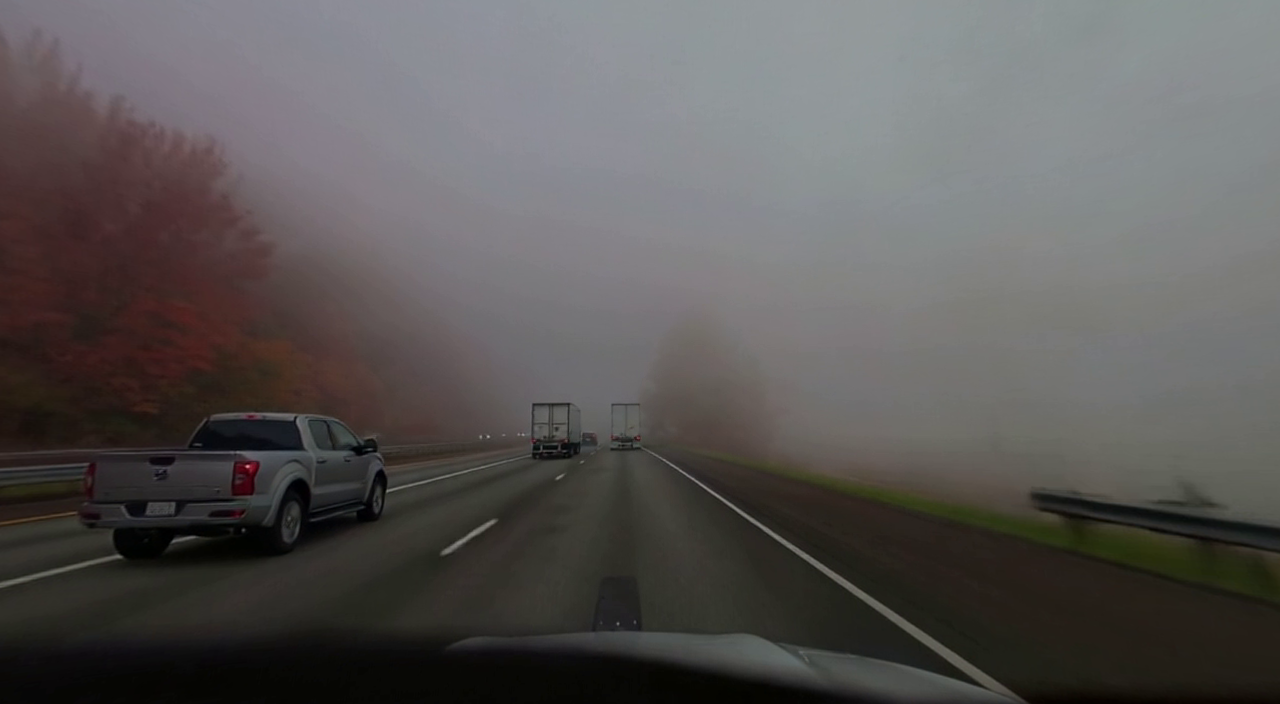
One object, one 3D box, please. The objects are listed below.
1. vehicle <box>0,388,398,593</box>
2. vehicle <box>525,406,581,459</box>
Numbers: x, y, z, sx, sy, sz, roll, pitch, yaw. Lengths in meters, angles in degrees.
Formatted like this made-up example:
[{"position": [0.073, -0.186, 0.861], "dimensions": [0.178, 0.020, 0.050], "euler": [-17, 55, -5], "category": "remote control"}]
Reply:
[{"position": [-4.785, 1.437, 7.471], "dimensions": [2.089, 1.669, 4.515], "euler": [0, -8, -1], "category": "vehicle"}, {"position": [-4.773, 4.570, 35.478], "dimensions": [2.383, 2.726, 5.677], "euler": [0, -8, -1], "category": "vehicle"}]
